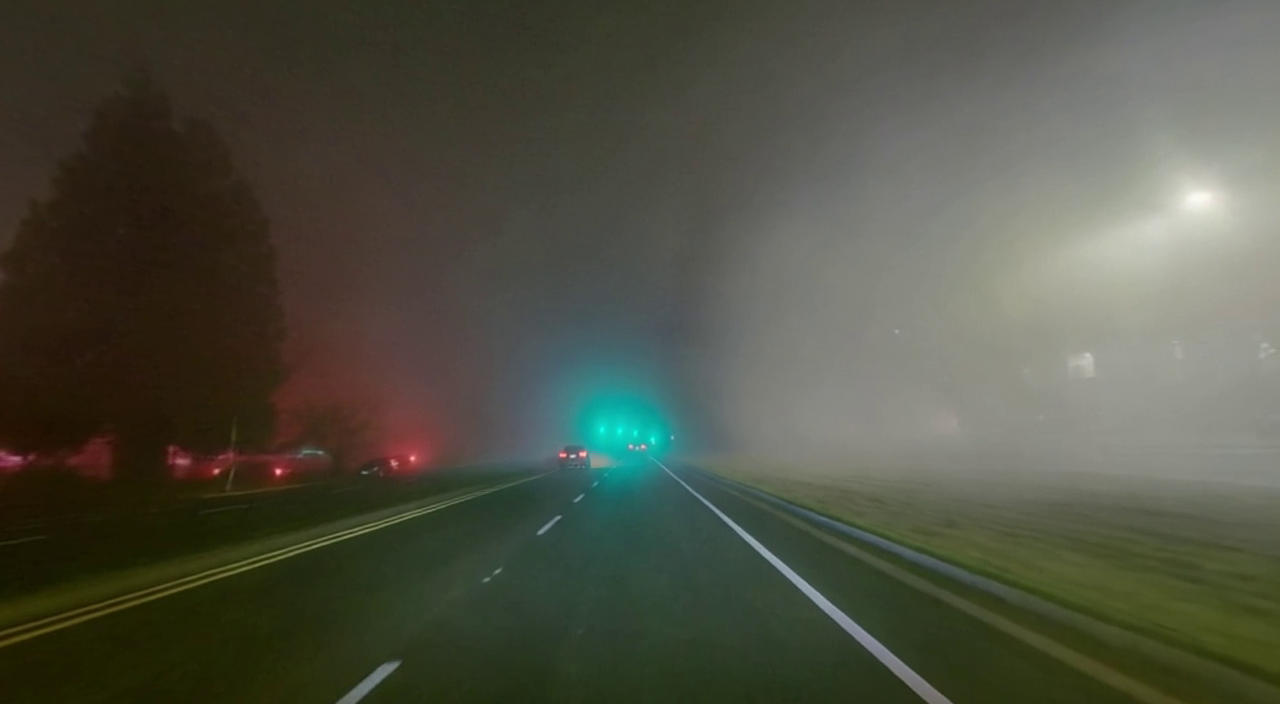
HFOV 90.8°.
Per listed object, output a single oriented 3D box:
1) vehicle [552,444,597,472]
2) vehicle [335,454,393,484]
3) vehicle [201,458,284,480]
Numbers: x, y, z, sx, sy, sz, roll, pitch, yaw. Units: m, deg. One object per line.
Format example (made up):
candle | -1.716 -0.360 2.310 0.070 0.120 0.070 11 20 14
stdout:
vehicle | -3.487 5.745 34.480 1.992 1.447 4.044 0 -8 0
vehicle | -17.733 7.494 40.790 1.900 1.474 4.431 -5 -7 -2
vehicle | -28.954 8.494 46.122 4.612 1.454 2.016 1 -8 -8
